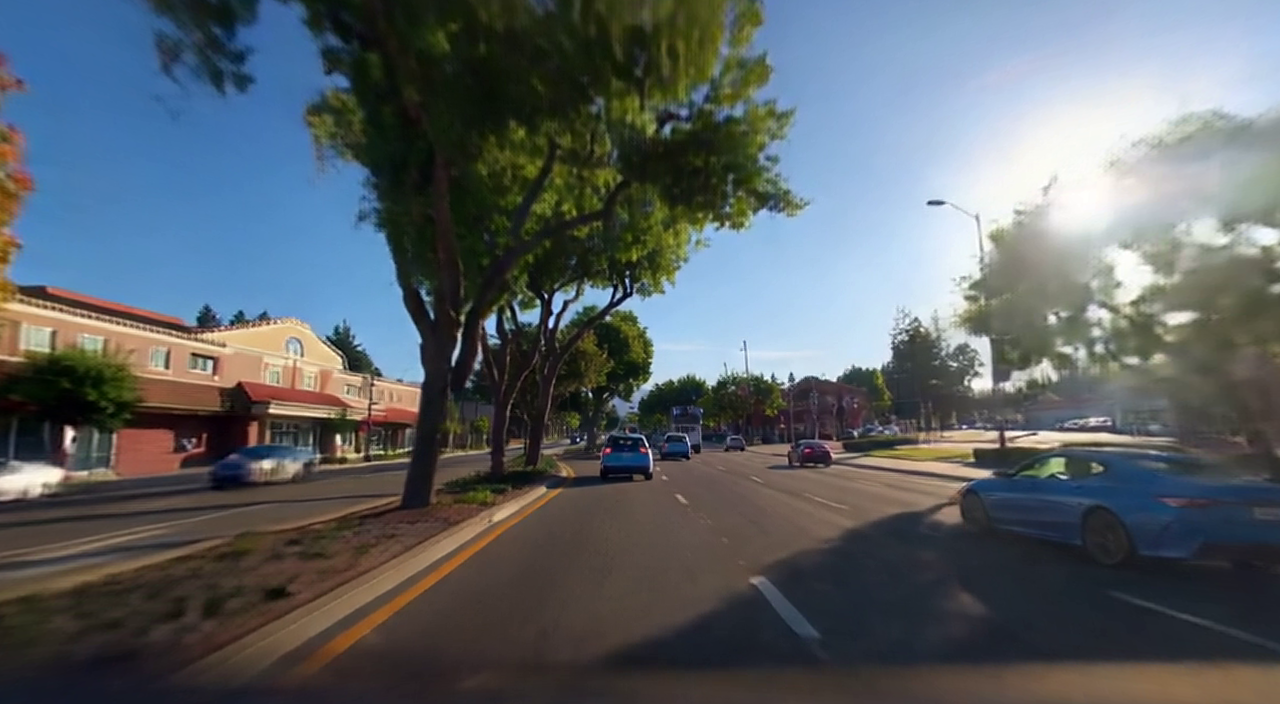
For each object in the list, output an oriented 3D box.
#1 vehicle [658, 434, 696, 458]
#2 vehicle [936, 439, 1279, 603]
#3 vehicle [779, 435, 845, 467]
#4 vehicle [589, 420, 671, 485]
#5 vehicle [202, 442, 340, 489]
[{"bbox_3d":[2.346,6.143,41.349,2.078,1.471,4.142,0,-9,-2],"label":"vehicle"},{"bbox_3d":[5.663,1.687,7.302,2.258,1.294,4.312,0,-9,-2],"label":"vehicle"},{"bbox_3d":[8.727,5.056,32.416,2.045,1.484,4.342,0,-9,-2],"label":"vehicle"},{"bbox_3d":[-0.334,3.089,19.540,2.266,1.762,4.131,0,-9,-1],"label":"vehicle"},{"bbox_3d":[-13.275,4.096,23.178,2.217,1.519,4.724,0,-9,0],"label":"vehicle"}]
